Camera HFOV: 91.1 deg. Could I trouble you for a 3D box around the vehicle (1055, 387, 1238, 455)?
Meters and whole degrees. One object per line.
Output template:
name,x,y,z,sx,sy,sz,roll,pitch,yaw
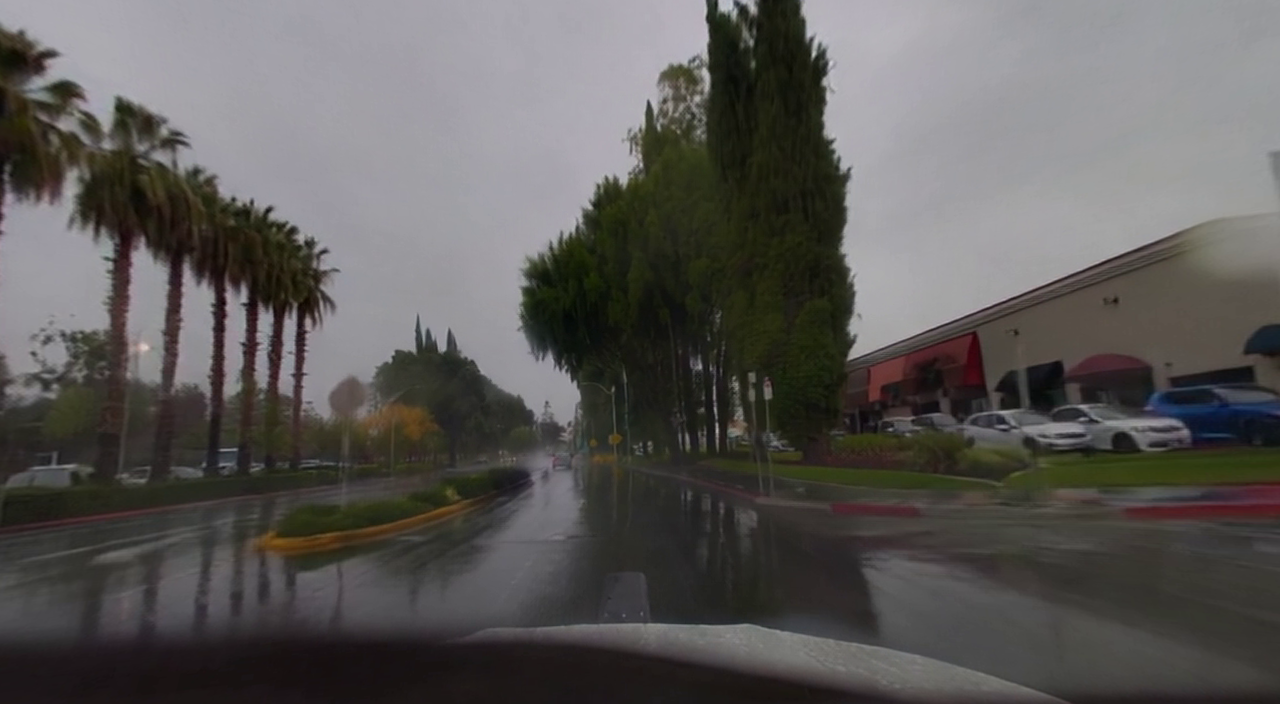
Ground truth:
vehicle,14.202,2.081,18.049,2.065,1.687,4.584,-2,-9,11

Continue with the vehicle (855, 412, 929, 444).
vehicle,17.908,5.408,44.636,4.537,1.686,2.002,-3,-11,-21

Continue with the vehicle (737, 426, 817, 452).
vehicle,8.919,5.713,41.208,4.671,1.630,2.200,0,-9,-3

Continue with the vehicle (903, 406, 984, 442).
vehicle,18.201,4.412,37.912,1.992,1.767,4.848,-7,-9,-5

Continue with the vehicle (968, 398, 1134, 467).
vehicle,11.617,2.405,18.304,2.196,1.715,4.918,-1,-9,10
